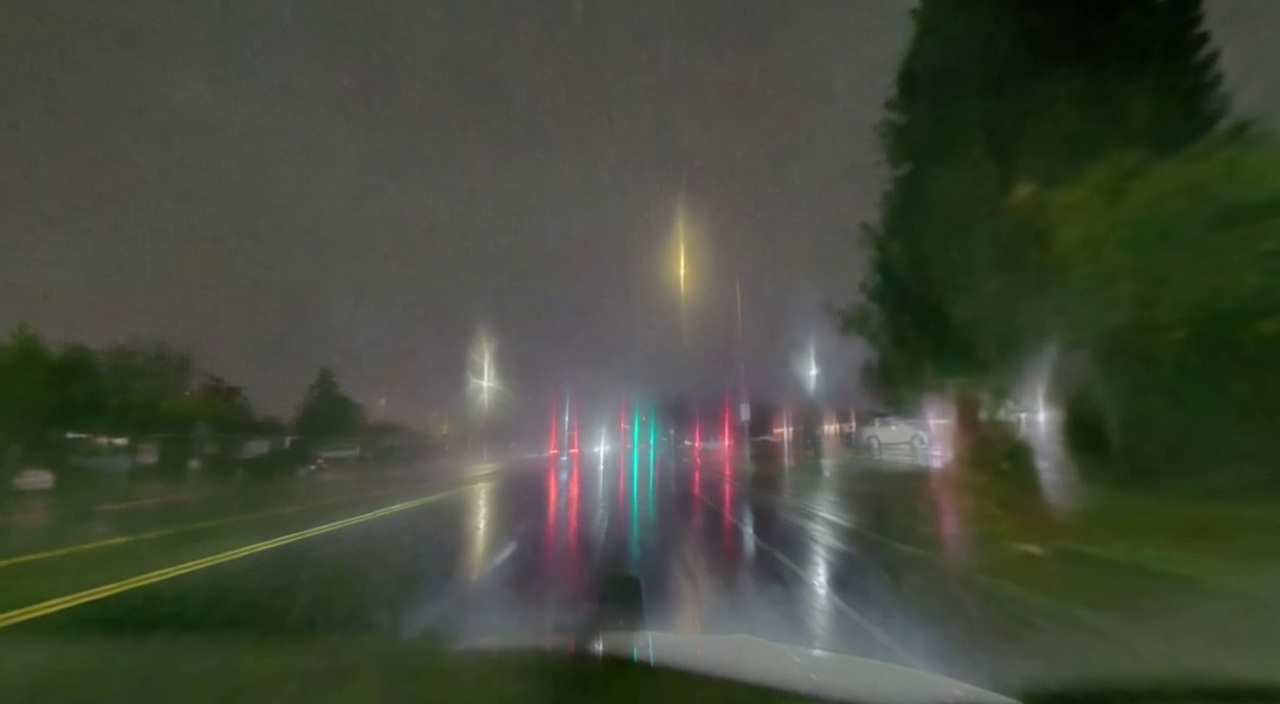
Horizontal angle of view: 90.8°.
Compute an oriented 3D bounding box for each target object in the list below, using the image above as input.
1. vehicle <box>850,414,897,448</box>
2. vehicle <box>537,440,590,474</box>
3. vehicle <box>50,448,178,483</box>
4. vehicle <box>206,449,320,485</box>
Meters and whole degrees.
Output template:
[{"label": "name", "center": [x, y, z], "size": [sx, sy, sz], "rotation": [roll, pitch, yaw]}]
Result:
[{"label": "vehicle", "center": [17.500, 5.926, 47.086], "size": [2.153, 2.355, 5.958], "rotation": [-5, -9, 30]}, {"label": "vehicle", "center": [-3.509, 4.886, 29.709], "size": [2.030, 1.467, 4.251], "rotation": [0, -8, -1]}, {"label": "vehicle", "center": [-27.839, 5.990, 33.550], "size": [4.945, 1.781, 2.046], "rotation": [-1, -8, 2]}, {"label": "vehicle", "center": [-19.811, 6.041, 33.343], "size": [4.802, 1.511, 1.866], "rotation": [-2, -7, -5]}]
